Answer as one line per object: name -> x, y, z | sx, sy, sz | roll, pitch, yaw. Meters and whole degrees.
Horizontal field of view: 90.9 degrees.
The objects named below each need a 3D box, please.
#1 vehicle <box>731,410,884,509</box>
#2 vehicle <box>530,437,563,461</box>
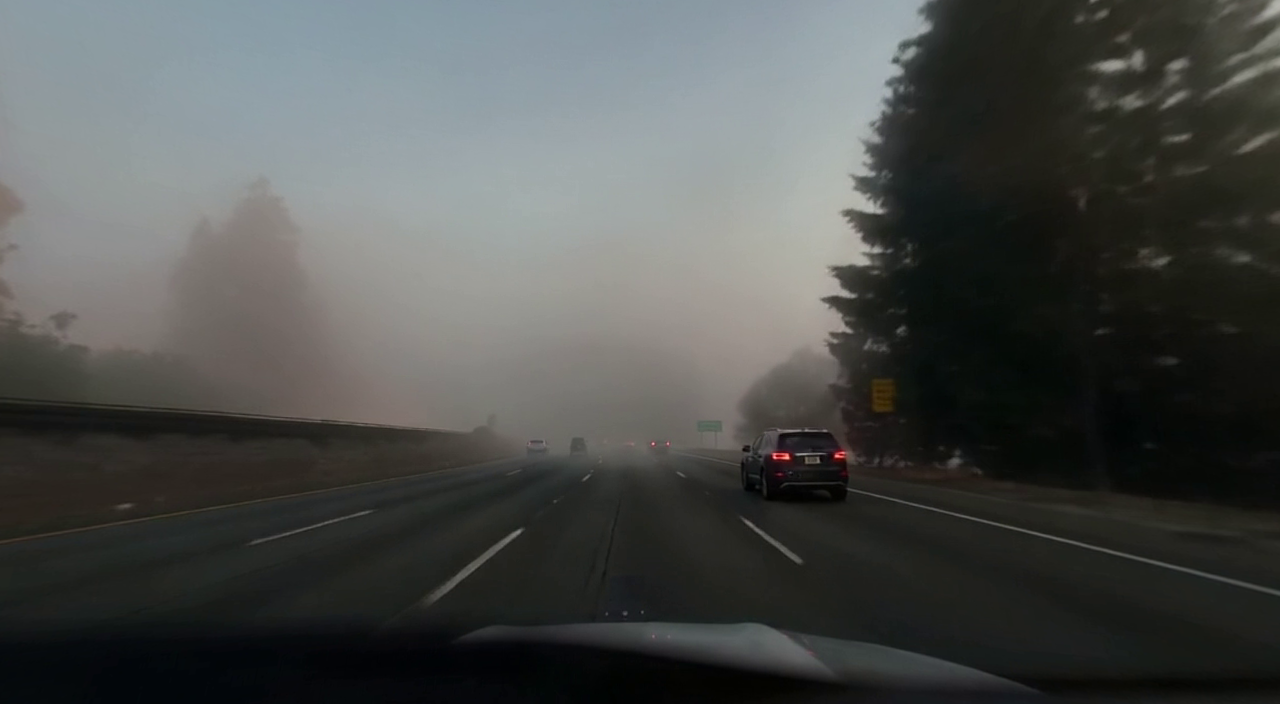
vehicle -> 3.395, 2.297, 13.798 | 2.043, 1.795, 4.347 | 0, -8, -1
vehicle -> -6.623, 6.903, 45.013 | 2.064, 1.645, 4.286 | 0, -8, -5
